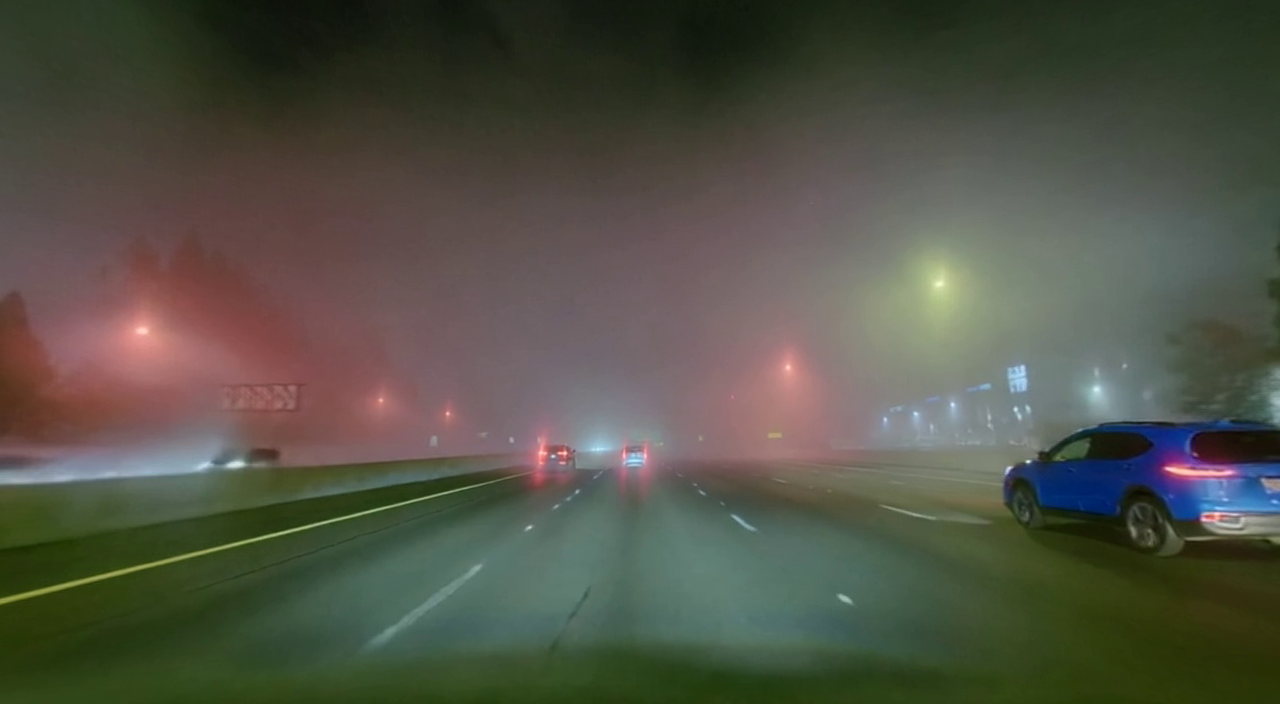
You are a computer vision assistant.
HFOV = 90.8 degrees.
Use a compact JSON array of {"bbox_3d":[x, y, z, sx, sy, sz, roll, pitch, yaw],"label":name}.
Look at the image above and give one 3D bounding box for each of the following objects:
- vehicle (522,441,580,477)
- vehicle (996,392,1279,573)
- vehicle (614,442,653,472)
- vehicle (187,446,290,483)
[{"bbox_3d":[-3.861,4.715,28.066,1.886,1.465,4.625,0,-8,0],"label":"vehicle"},{"bbox_3d":[7.357,1.655,8.726,2.028,1.801,4.741,0,-8,-1],"label":"vehicle"},{"bbox_3d":[-0.371,5.729,34.688,1.997,1.485,4.094,0,-8,-1],"label":"vehicle"},{"bbox_3d":[-20.688,5.795,32.887,2.123,1.759,4.920,0,-8,0],"label":"vehicle"}]
